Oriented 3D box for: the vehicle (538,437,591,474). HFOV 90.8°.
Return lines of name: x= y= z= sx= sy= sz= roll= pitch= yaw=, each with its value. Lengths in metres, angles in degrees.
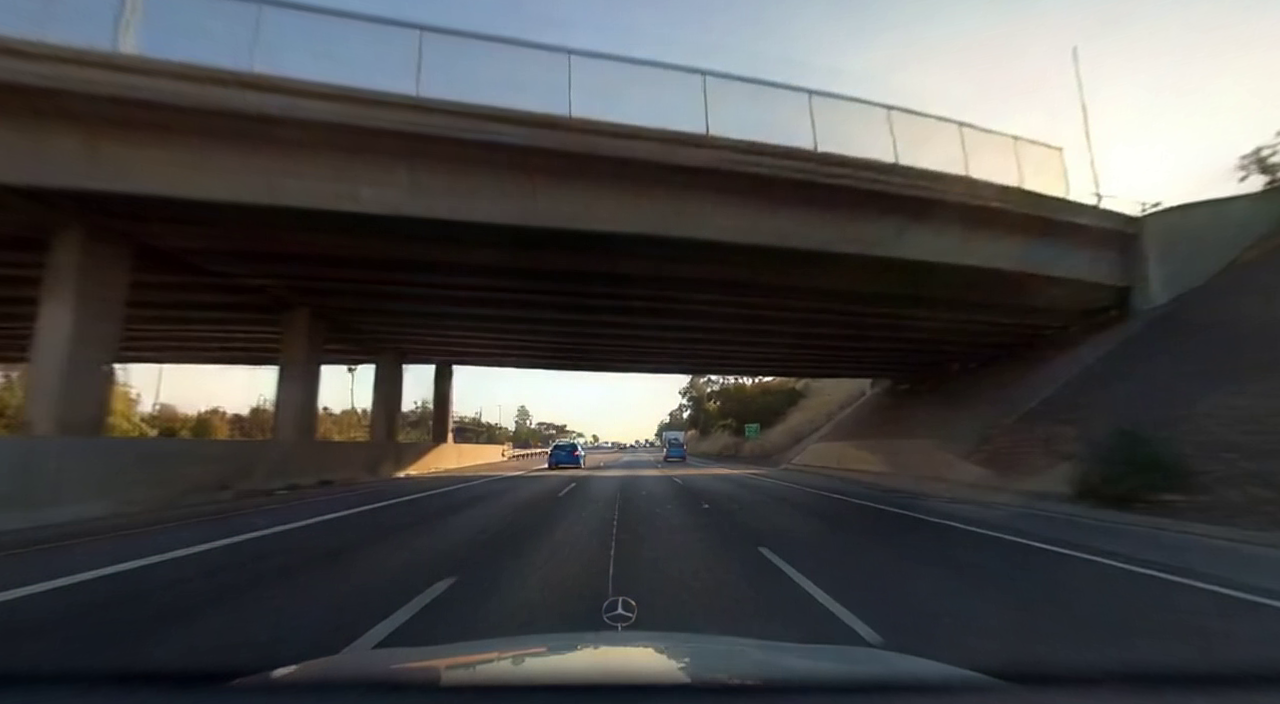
vehicle: x=-3.972 y=5.536 z=34.007 sx=2.205 sy=1.773 sz=5.124 roll=0 pitch=-9 yaw=0
